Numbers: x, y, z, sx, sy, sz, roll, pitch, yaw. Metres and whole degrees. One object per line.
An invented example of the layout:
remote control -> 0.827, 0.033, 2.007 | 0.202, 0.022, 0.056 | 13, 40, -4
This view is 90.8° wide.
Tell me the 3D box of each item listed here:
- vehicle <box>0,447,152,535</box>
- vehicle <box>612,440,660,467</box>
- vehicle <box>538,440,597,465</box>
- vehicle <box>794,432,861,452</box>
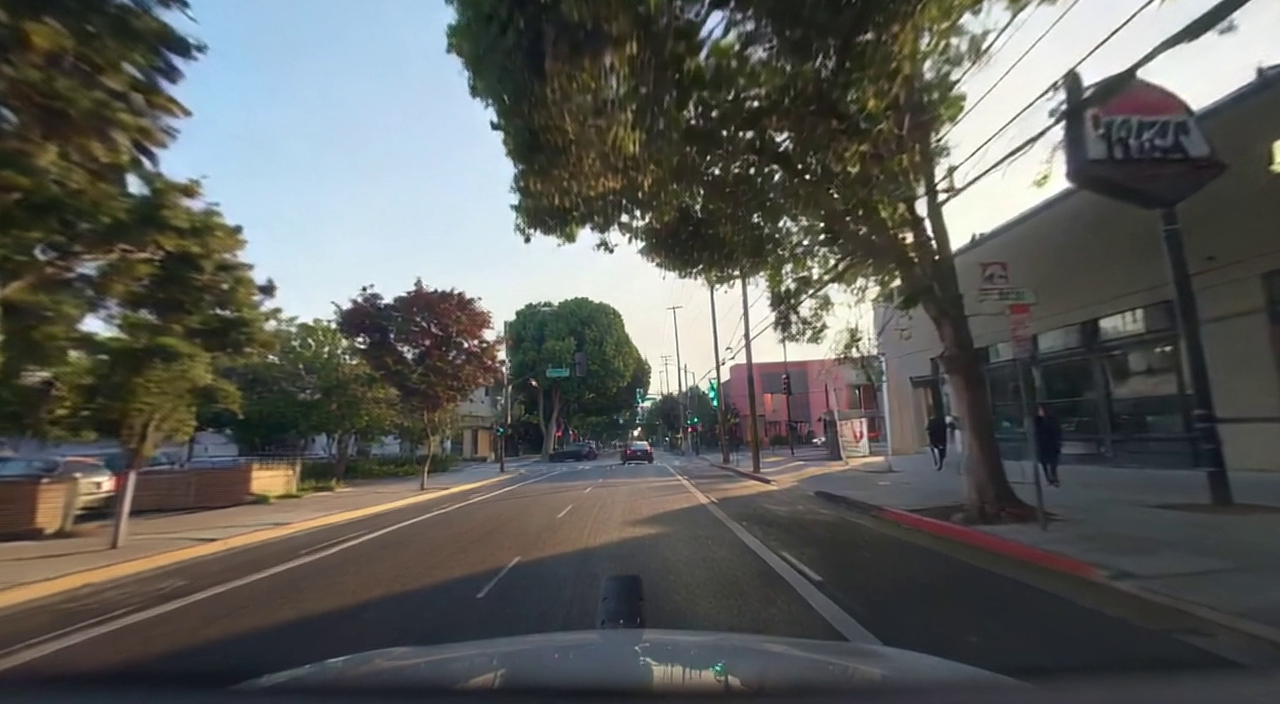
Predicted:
vehicle -> -13.198, 2.837, 13.216 | 4.294, 1.634, 1.972 | 0, -8, 1
vehicle -> -0.323, 6.011, 37.592 | 2.118, 1.478, 4.624 | 2, -8, -10
vehicle -> -5.564, 7.645, 48.259 | 4.472, 1.736, 1.874 | -6, -10, 38
vehicle -> 14.552, 6.983, 49.213 | 4.632, 1.484, 1.907 | 0, -8, 0
